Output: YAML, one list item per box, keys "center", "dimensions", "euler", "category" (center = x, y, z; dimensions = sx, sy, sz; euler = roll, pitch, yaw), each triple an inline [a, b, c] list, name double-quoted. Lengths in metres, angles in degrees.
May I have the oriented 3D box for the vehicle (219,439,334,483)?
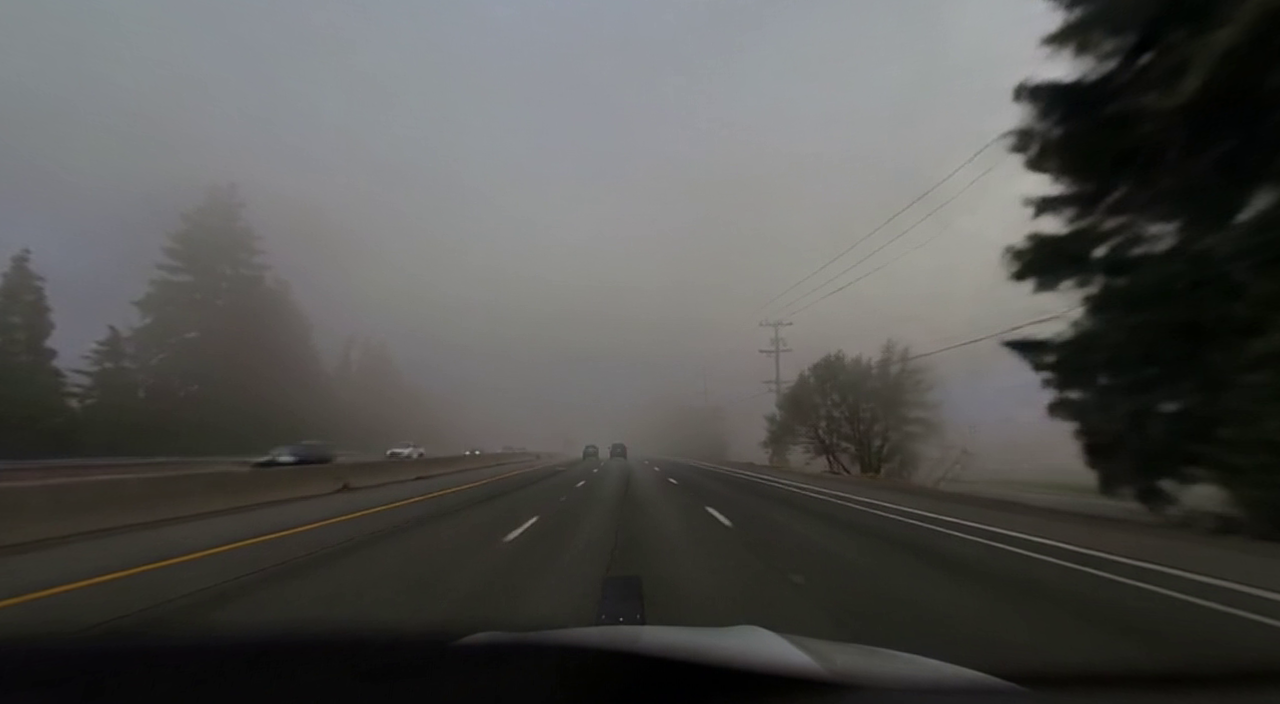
- center: [-14.263, 4.301, 25.150]
  dimensions: [1.961, 1.565, 4.514]
  euler: [0, -9, -1]
  category: "vehicle"
